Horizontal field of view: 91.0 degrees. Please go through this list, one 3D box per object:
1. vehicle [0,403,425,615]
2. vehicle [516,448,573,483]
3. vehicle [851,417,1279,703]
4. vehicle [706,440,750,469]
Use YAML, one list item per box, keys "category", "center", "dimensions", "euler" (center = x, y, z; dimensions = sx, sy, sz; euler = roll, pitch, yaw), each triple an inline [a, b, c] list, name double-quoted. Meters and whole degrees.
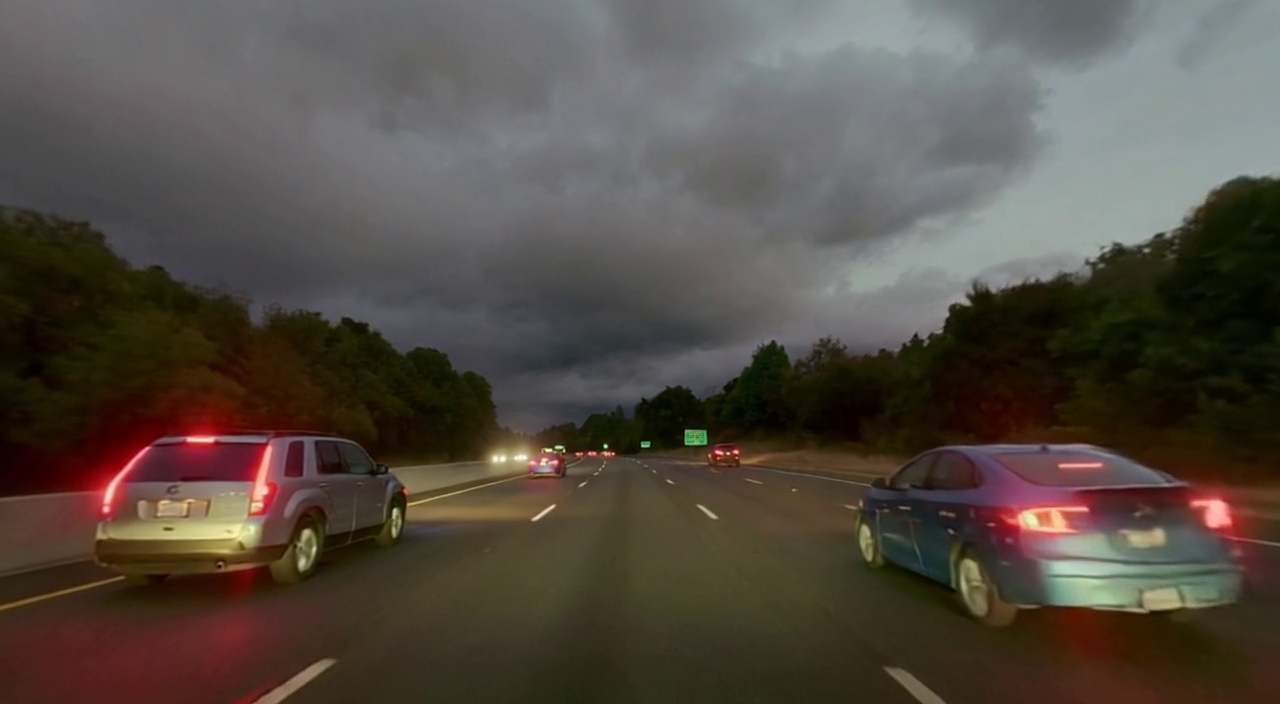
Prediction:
- category: "vehicle"
  center: [-4.338, 1.636, 7.444]
  dimensions: [2.079, 1.745, 4.281]
  euler: [0, -9, 0]
- category: "vehicle"
  center: [-4.333, 5.232, 29.306]
  dimensions: [2.009, 1.488, 4.289]
  euler: [0, -9, -1]
- category: "vehicle"
  center: [3.710, 1.483, 5.644]
  dimensions: [2.120, 1.572, 4.344]
  euler: [0, -9, 0]
- category: "vehicle"
  center: [6.611, 7.745, 47.677]
  dimensions: [2.378, 2.096, 5.119]
  euler: [0, -9, -2]
